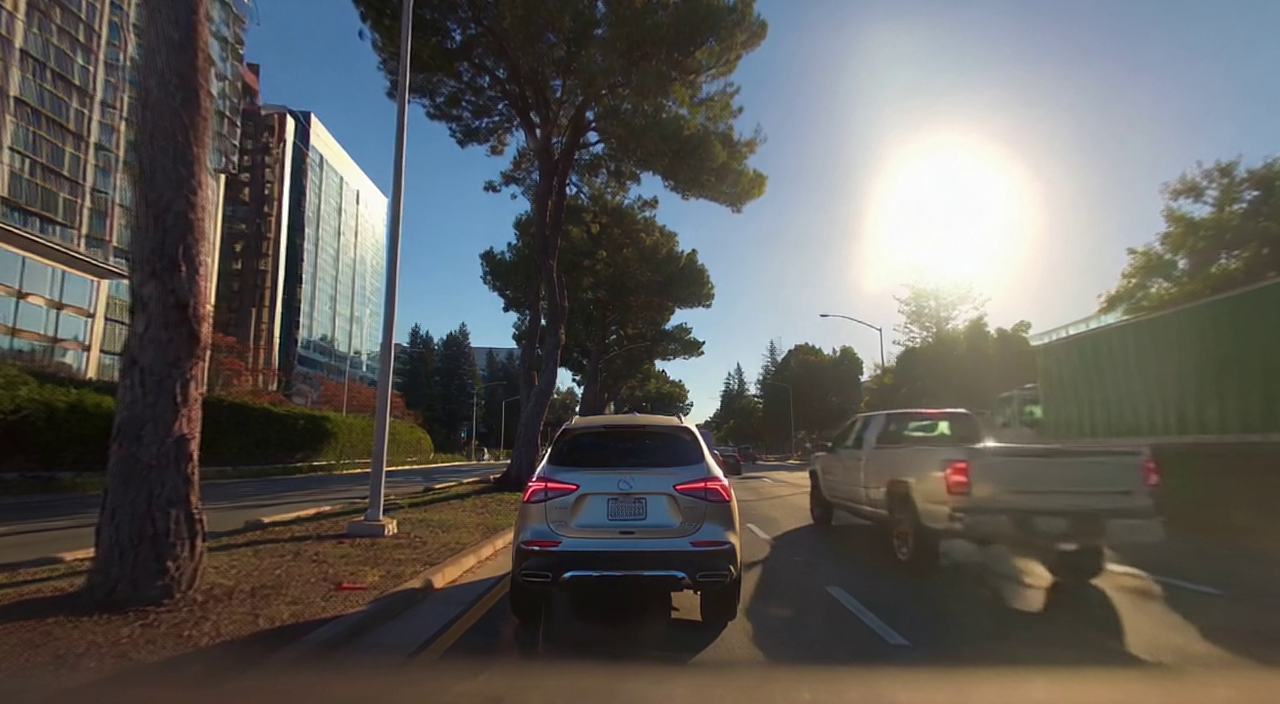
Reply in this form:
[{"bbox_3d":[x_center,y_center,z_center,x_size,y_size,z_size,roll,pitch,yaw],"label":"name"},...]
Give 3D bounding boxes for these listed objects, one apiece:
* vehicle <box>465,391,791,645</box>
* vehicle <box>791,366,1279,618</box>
[{"bbox_3d":[-0.090,1.414,6.321,2.172,1.694,4.055,0,-8,0],"label":"vehicle"},{"bbox_3d":[3.954,1.553,8.135,2.440,1.962,6.363,0,-8,0],"label":"vehicle"}]
